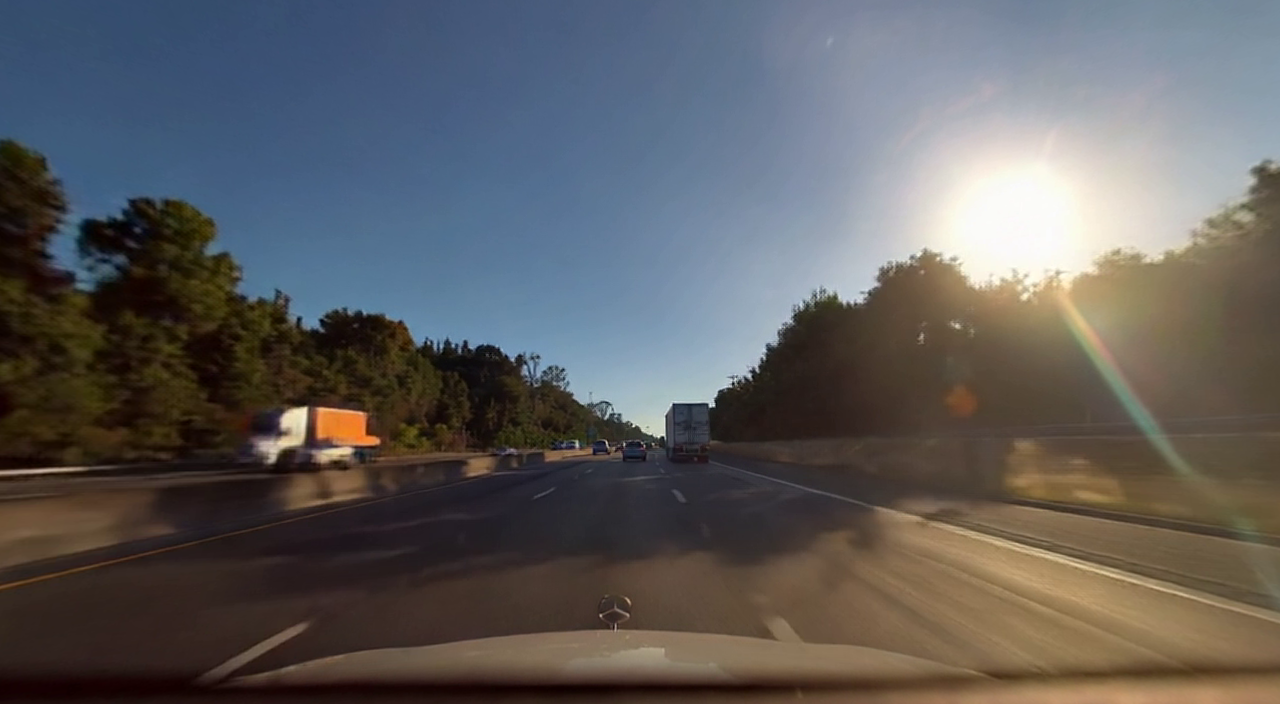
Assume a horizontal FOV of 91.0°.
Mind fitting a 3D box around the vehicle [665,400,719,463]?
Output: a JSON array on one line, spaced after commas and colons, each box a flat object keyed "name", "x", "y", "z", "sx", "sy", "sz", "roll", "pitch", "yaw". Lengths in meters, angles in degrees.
[{"name": "vehicle", "x": 3.691, "y": 6.280, "z": 48.775, "sx": 3.005, "sy": 4.121, "sz": 14.417, "roll": 0, "pitch": -8, "yaw": 0}]

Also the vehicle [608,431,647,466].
[{"name": "vehicle", "x": -0.694, "y": 5.770, "z": 37.612, "sx": 2.211, "sy": 1.933, "sz": 4.315, "roll": 0, "pitch": -8, "yaw": 1}]

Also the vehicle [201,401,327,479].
[{"name": "vehicle", "x": -20.329, "y": 4.817, "z": 34.534, "sx": 2.980, "sy": 3.867, "sz": 5.903, "roll": -1, "pitch": -8, "yaw": 2}]
